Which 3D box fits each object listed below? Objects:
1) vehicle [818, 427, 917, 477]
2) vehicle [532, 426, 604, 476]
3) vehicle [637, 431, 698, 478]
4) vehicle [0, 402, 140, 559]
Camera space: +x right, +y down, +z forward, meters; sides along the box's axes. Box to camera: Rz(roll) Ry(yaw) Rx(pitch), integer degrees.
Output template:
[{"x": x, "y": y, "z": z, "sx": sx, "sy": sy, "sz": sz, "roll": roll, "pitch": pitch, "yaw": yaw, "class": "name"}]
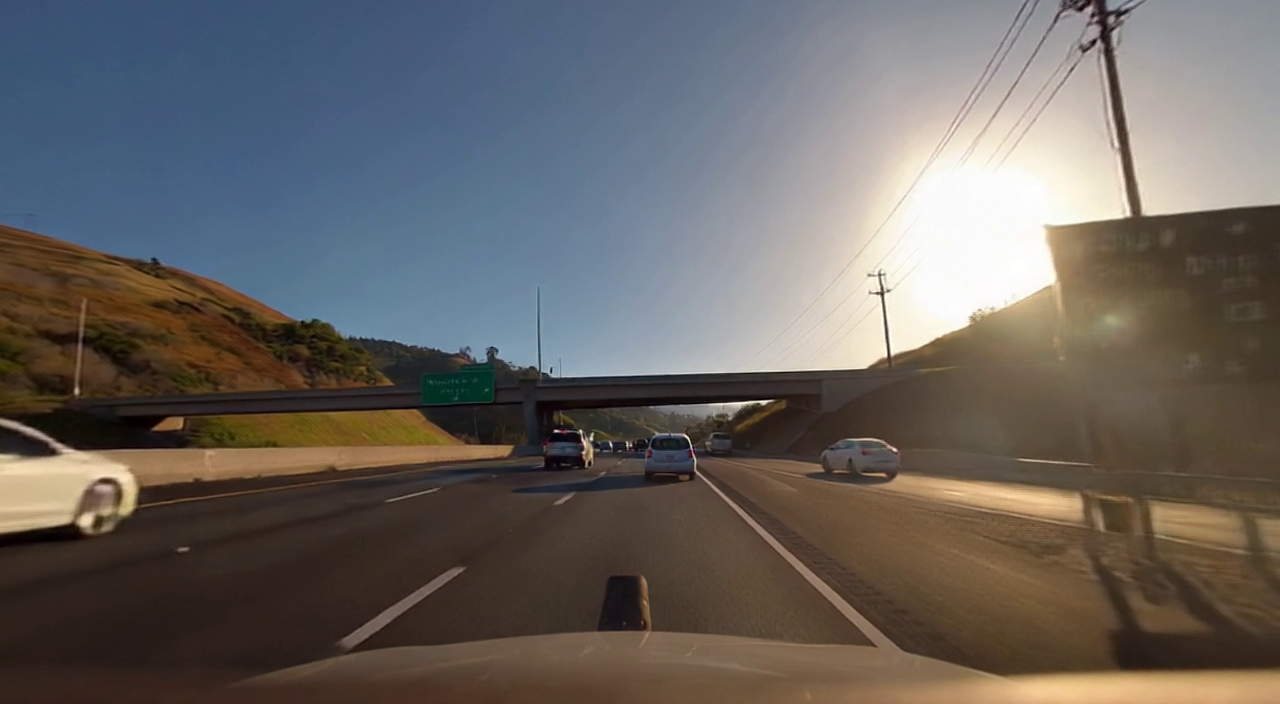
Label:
[{"x": 9.771, "y": 4.351, "z": 27.609, "sx": 2.059, "sy": 1.938, "sz": 4.793, "roll": 1, "pitch": -8, "yaw": -7, "class": "vehicle"}, {"x": -2.883, "y": 4.118, "z": 26.414, "sx": 2.228, "sy": 1.845, "sz": 4.847, "roll": -1, "pitch": -8, "yaw": 2, "class": "vehicle"}, {"x": 0.982, "y": 3.984, "z": 24.729, "sx": 2.193, "sy": 1.651, "sz": 3.946, "roll": 0, "pitch": -8, "yaw": 0, "class": "vehicle"}, {"x": -8.055, "y": 1.358, "z": 6.507, "sx": 2.062, "sy": 1.702, "sz": 4.587, "roll": 0, "pitch": -8, "yaw": -1, "class": "vehicle"}]
